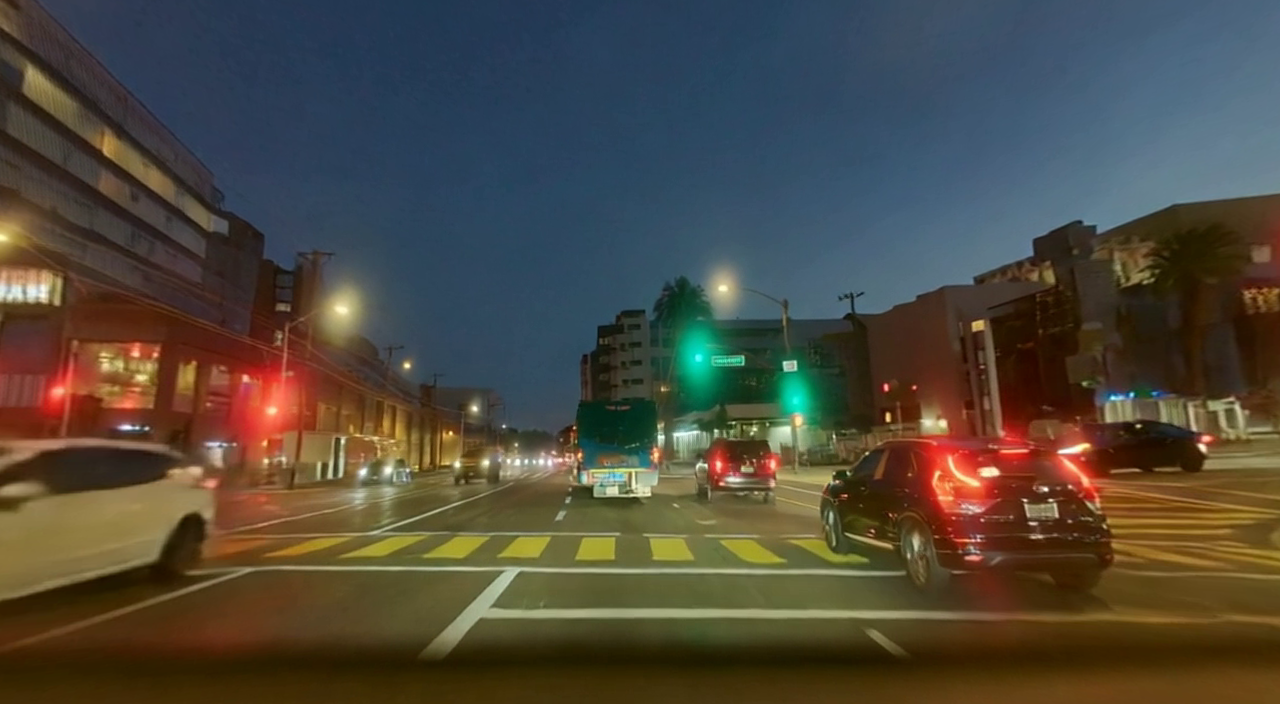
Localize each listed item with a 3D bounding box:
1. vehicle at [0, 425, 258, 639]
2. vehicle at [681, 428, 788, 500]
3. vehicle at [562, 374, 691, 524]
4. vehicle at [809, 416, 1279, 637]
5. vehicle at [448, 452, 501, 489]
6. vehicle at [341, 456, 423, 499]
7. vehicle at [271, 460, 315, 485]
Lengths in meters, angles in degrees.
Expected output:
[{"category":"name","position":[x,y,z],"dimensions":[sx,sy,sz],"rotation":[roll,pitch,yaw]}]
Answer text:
[{"category":"vehicle","position":[-5.612,1.480,5.650],"dimensions":[1.878,1.540,3.939],"rotation":[0,-9,-1]},{"category":"vehicle","position":[2.805,3.510,20.166],"dimensions":[2.157,1.944,5.423],"rotation":[1,-9,-5]},{"category":"vehicle","position":[-0.542,2.353,15.517],"dimensions":[2.517,2.926,6.177],"rotation":[1,-9,-5]},{"category":"vehicle","position":[3.481,1.552,6.720],"dimensions":[1.978,1.507,4.636],"rotation":[0,-9,-1]},{"category":"vehicle","position":[-7.802,5.589,29.975],"dimensions":[1.810,1.546,3.981],"rotation":[1,-9,-6]},{"category":"vehicle","position":[-10.611,5.133,26.154],"dimensions":[1.983,1.543,4.188],"rotation":[1,-9,-6]},{"category":"vehicle","position":[-26.671,9.244,48.375],"dimensions":[1.974,1.597,4.606],"rotation":[1,-9,-17]}]
